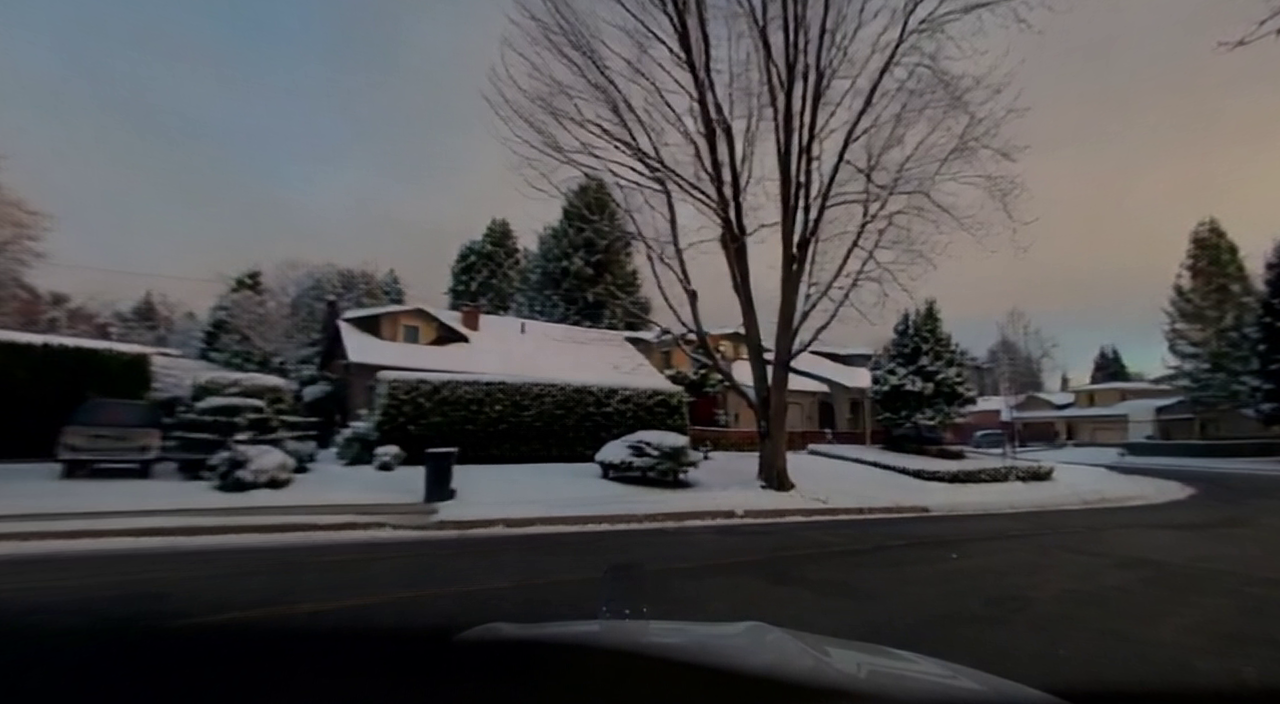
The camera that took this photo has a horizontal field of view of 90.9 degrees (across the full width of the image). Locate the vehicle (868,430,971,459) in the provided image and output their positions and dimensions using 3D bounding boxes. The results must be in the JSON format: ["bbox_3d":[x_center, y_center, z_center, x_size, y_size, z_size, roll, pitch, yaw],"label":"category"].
[{"bbox_3d":[15.363,5.117,34.716,5.089,1.517,1.791,2,-9,-15],"label":"vehicle"}]
